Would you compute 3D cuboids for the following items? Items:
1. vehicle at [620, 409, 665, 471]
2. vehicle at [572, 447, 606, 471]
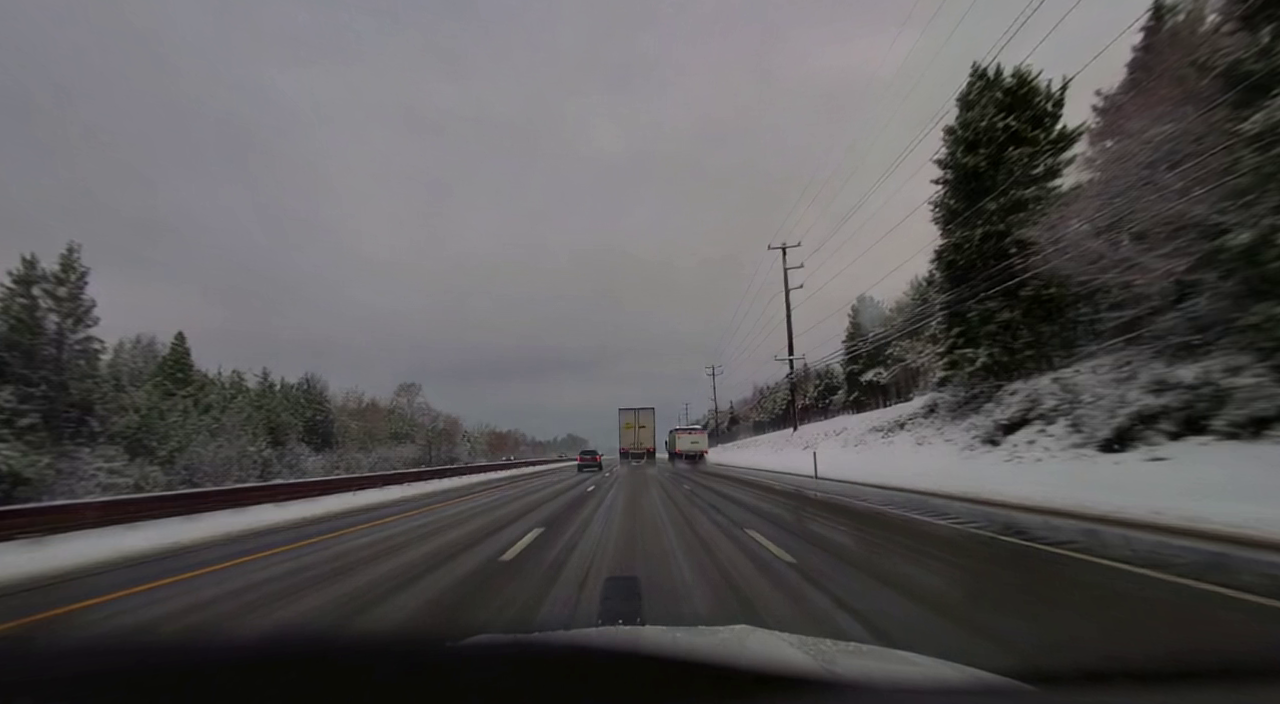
[{"bbox_3d":[0.112,6.876,48.357,2.997,4.076,13.224,0,-9,0],"label":"vehicle"},{"bbox_3d":[-3.517,7.449,44.052,2.024,1.582,4.032,0,-9,0],"label":"vehicle"}]
